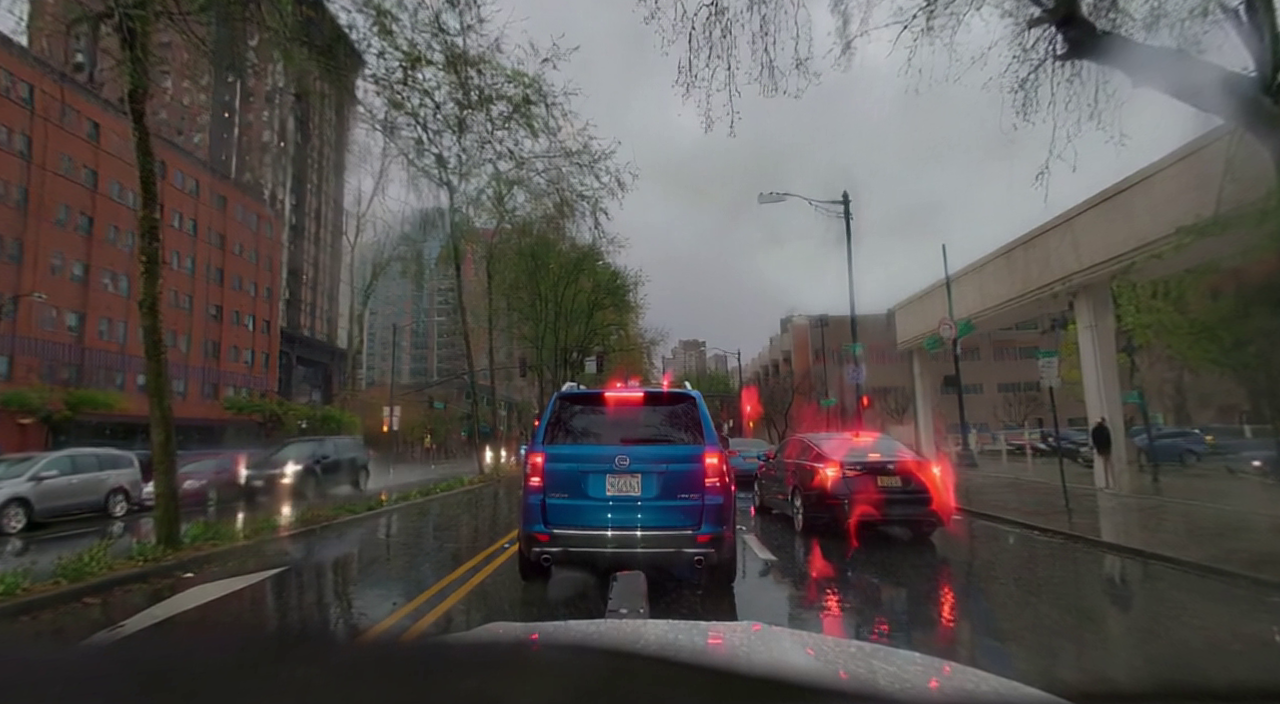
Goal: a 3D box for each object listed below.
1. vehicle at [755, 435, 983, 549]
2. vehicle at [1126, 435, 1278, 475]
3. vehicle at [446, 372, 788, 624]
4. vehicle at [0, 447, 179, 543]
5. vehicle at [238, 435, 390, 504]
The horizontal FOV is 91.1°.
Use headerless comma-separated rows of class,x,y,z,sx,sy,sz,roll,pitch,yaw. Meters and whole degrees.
vehicle,3.291,2.083,10.084,2.056,1.422,4.130,0,-8,-1
vehicle,22.154,4.054,24.972,4.055,1.469,1.848,-4,-9,26
vehicle,-0.158,1.363,6.760,2.453,1.816,4.300,0,-8,0
vehicle,-12.545,2.910,13.462,1.891,1.723,4.360,0,-8,1
vehicle,-9.135,3.301,18.126,2.054,1.722,4.292,0,-8,0
